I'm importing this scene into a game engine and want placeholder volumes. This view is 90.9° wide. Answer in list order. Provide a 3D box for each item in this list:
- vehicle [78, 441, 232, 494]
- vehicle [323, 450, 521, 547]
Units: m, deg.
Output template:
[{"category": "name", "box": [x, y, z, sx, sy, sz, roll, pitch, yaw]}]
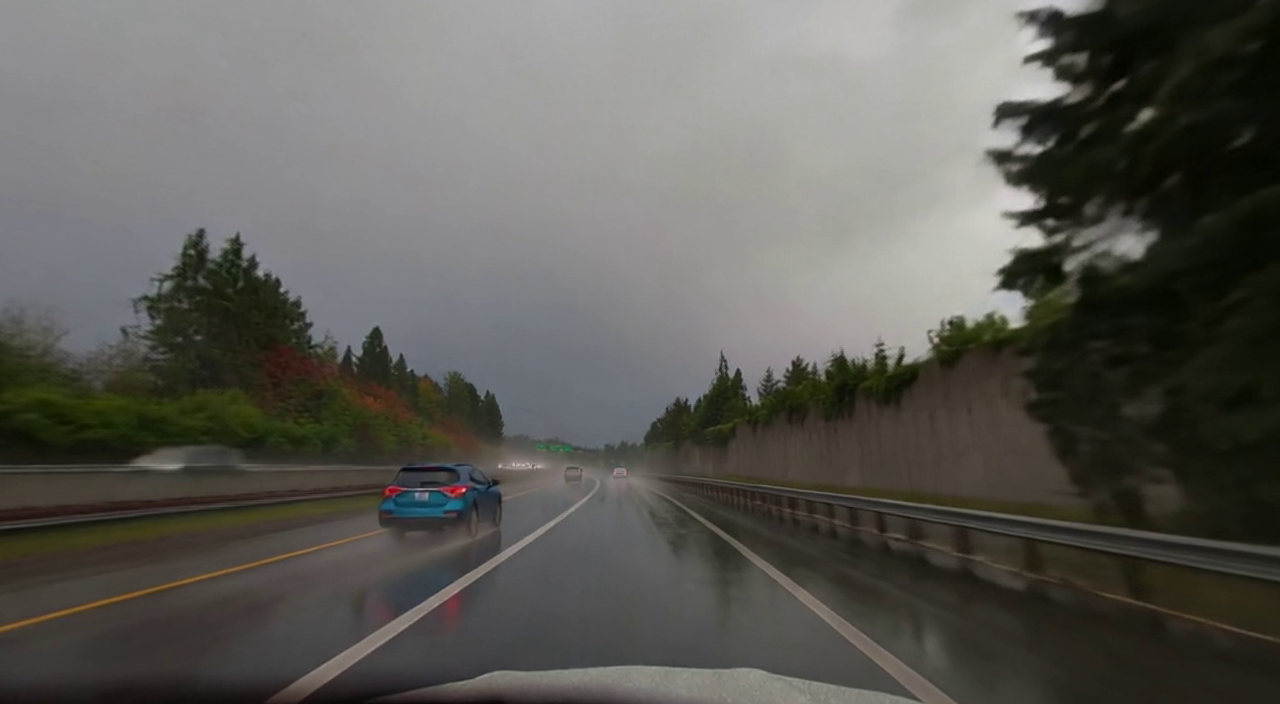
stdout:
[{"category": "vehicle", "box": [-16.864, 4.083, 22.269, 1.917, 1.619, 4.449, 1, -10, -1]}, {"category": "vehicle", "box": [-4.097, 2.892, 13.011, 2.328, 1.559, 5.041, 1, -10, -1]}]
